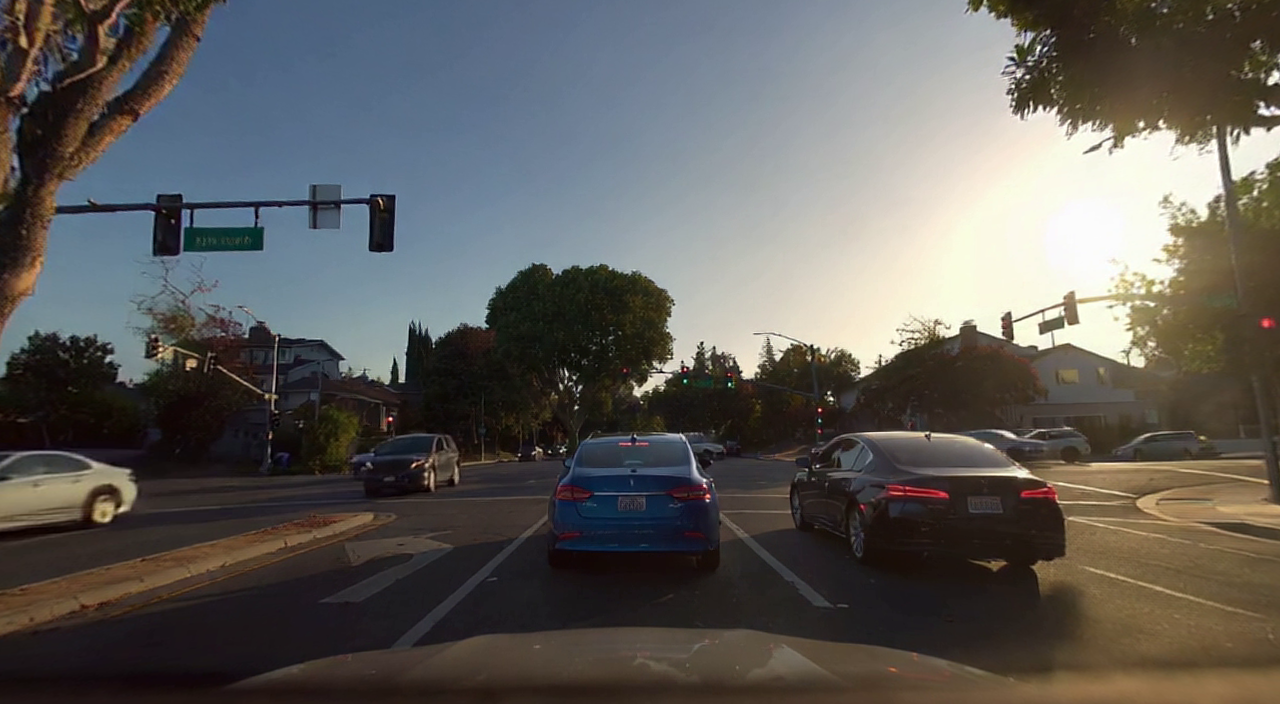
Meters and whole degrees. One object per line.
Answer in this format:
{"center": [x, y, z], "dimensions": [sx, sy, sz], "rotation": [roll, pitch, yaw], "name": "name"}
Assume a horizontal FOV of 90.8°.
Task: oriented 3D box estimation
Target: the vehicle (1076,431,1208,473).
{"center": [23.985, 4.782, 30.307], "dimensions": [4.520, 1.762, 2.005], "rotation": [-1, -8, -1], "name": "vehicle"}

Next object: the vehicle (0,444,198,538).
{"center": [-11.491, 2.562, 12.212], "dimensions": [2.102, 1.531, 5.072], "rotation": [0, -8, 2], "name": "vehicle"}

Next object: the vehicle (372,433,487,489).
{"center": [-7.476, 3.932, 23.148], "dimensions": [2.383, 1.779, 4.973], "rotation": [0, -8, 1], "name": "vehicle"}

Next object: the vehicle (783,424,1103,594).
{"center": [3.181, 1.714, 7.766], "dimensions": [1.913, 1.505, 4.097], "rotation": [0, -8, 0], "name": "vehicle"}

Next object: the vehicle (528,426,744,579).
{"center": [-0.053, 1.779, 8.273], "dimensions": [2.103, 1.478, 4.073], "rotation": [0, -8, -1], "name": "vehicle"}

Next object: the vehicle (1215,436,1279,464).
{"center": [33.763, 5.192, 33.632], "dimensions": [4.489, 1.432, 1.790], "rotation": [0, -9, 0], "name": "vehicle"}
